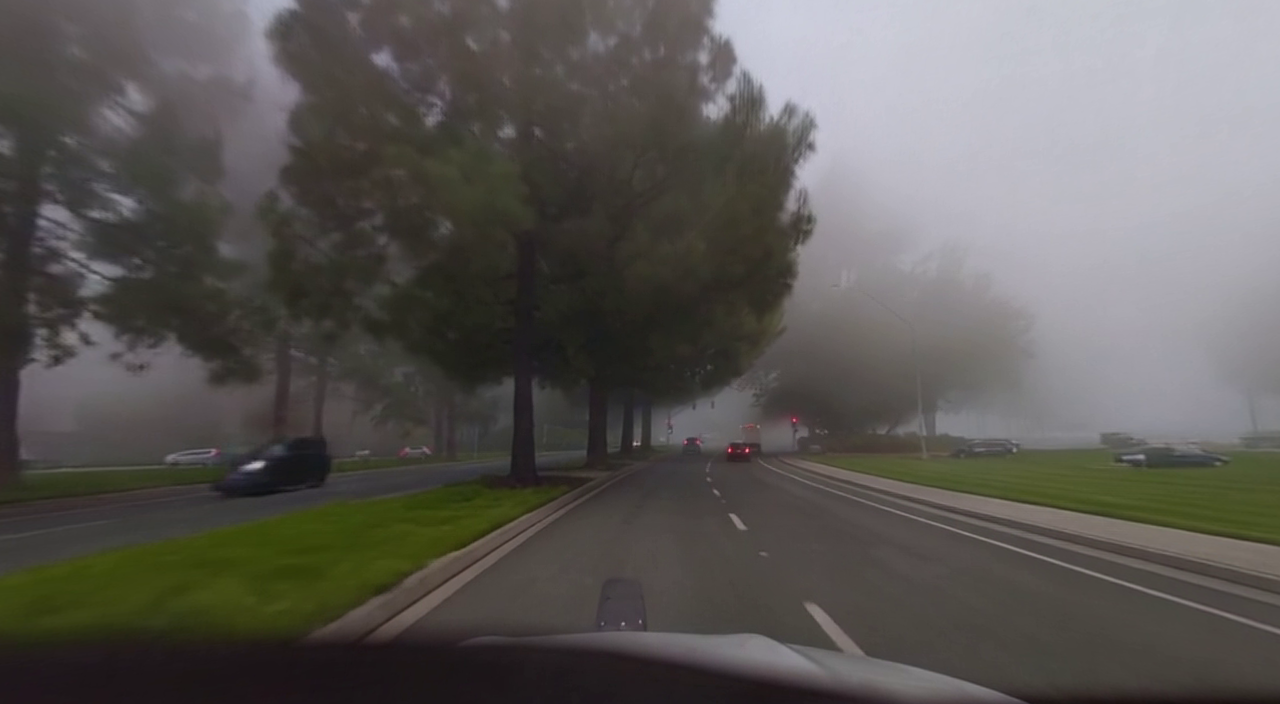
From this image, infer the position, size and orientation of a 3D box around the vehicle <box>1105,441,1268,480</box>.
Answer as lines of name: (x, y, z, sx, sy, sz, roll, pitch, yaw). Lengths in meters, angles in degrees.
vehicle: (21.737, 4.323, 25.242, 4.322, 1.467, 2.457, 1, -8, -3)

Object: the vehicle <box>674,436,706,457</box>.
vehicle: (3.877, 7.213, 48.294, 2.066, 1.482, 4.273, -1, -8, 9)

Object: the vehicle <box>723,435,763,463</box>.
vehicle: (5.857, 5.595, 36.426, 1.989, 1.497, 4.436, -1, -8, 6)

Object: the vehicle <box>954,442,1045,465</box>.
vehicle: (22.947, 6.472, 40.433, 4.627, 1.418, 1.800, -1, -8, 9)

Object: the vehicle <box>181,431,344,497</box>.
vehicle: (-11.177, 3.324, 19.150, 1.969, 1.755, 4.518, 0, -8, 2)
